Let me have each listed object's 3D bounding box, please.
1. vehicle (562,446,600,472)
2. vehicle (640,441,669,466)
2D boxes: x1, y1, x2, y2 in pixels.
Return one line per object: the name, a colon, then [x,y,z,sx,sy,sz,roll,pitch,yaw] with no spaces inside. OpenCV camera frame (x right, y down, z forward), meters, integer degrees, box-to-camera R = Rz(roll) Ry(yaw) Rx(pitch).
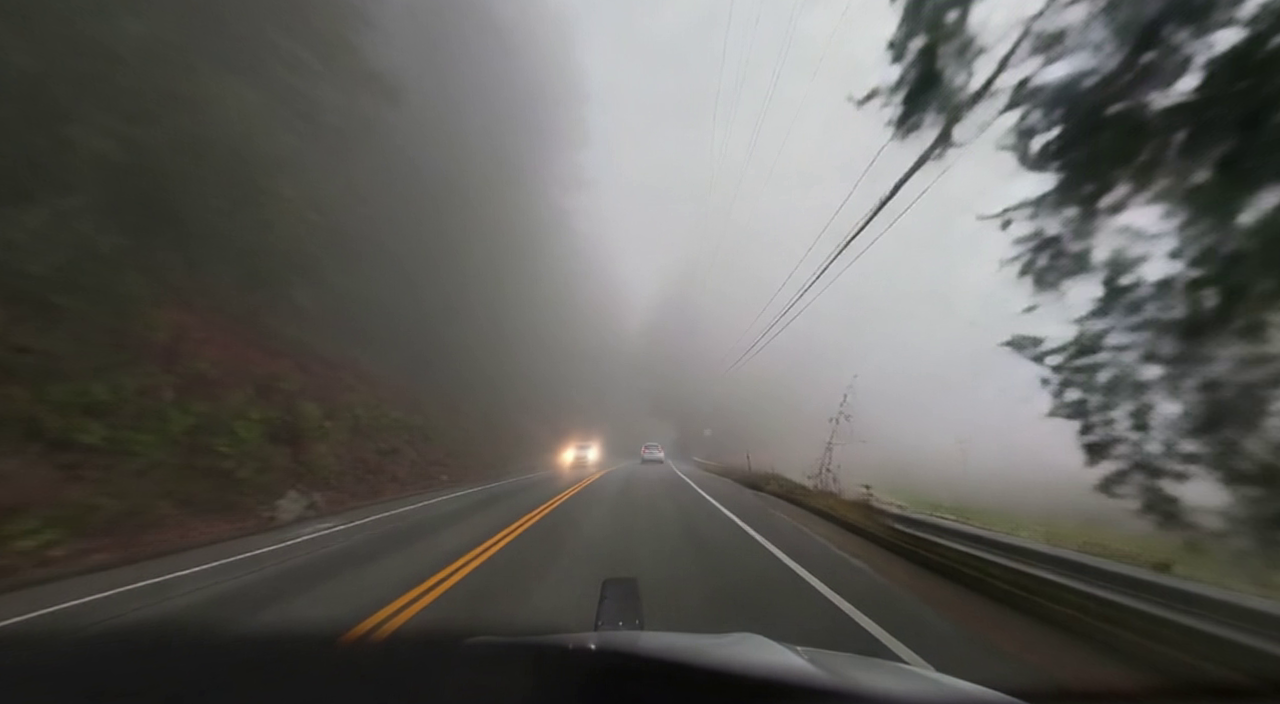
vehicle: [-3.589,6.537,38.827,1.894,1.537,3.642,0,-9,1]
vehicle: [1.091,7.632,47.401,2.083,1.767,4.448,0,-9,1]
